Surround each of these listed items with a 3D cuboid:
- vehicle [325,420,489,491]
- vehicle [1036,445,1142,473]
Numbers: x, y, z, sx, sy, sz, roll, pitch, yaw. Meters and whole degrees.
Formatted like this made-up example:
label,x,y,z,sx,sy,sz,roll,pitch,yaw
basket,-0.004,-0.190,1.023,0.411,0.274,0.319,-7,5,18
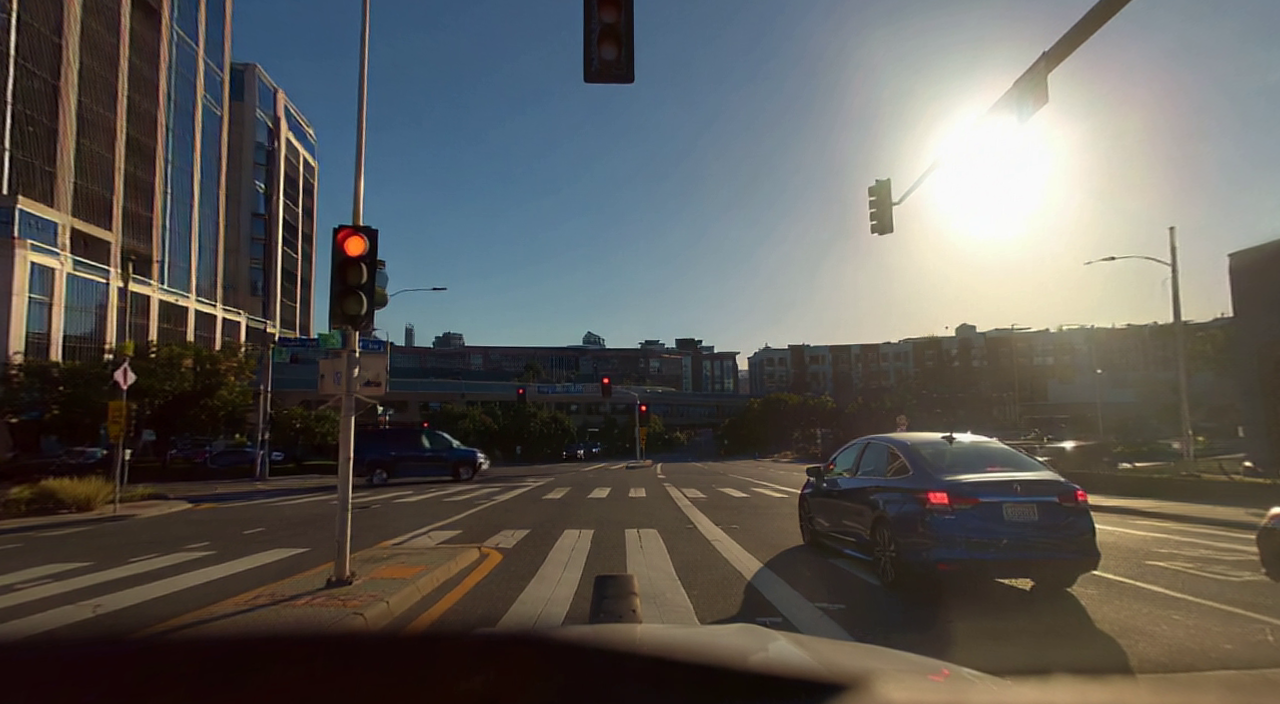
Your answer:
label,x,y,z,sx,sy,sz,roll,pitch,yaw
vehicle,-11.207,4.962,30.439,7.088,3.096,2.678,3,-10,-24
vehicle,26.326,6.263,36.843,4.736,1.542,1.966,0,-9,-1
